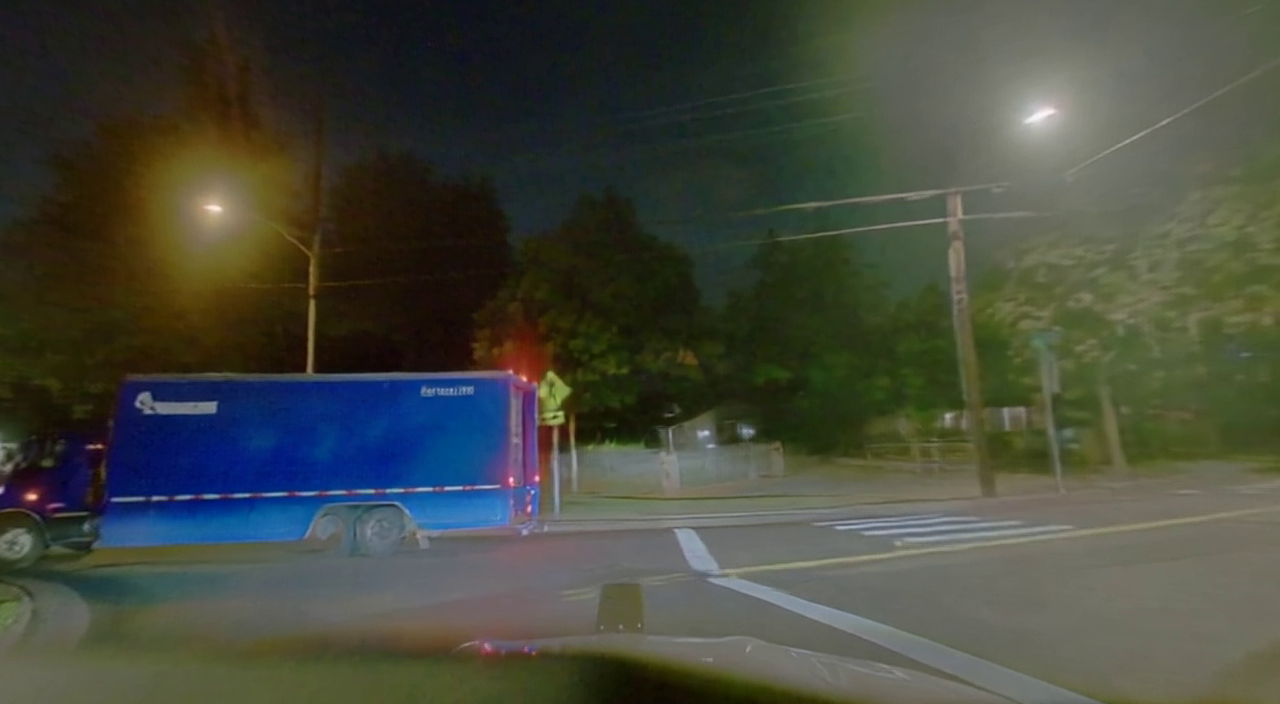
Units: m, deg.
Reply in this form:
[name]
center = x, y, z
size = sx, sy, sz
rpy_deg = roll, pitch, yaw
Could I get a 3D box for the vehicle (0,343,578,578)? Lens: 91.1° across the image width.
[vehicle]
center = -6.189, 1.818, 11.138
size = 9.680, 3.326, 2.838
rpy_deg = -1, -8, 9
